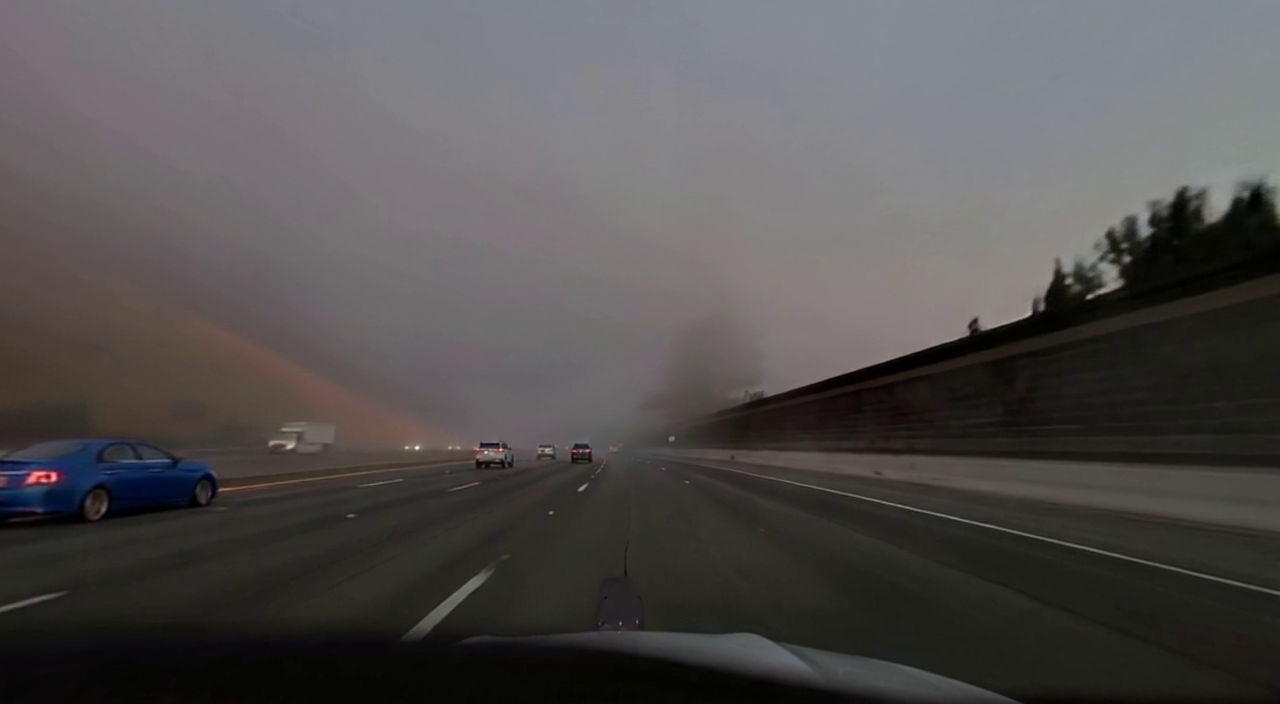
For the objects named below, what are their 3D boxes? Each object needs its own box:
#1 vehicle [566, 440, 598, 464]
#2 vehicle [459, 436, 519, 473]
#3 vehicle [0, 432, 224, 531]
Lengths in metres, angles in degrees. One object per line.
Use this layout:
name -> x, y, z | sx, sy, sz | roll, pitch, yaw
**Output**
vehicle -> -4.274, 7.410, 46.902 | 2.115, 1.713, 4.263 | 0, -8, -2
vehicle -> -7.908, 5.417, 33.562 | 2.074, 1.768, 4.805 | 0, -9, -2
vehicle -> -10.425, 2.307, 11.911 | 1.949, 1.475, 4.740 | 0, -8, 0
